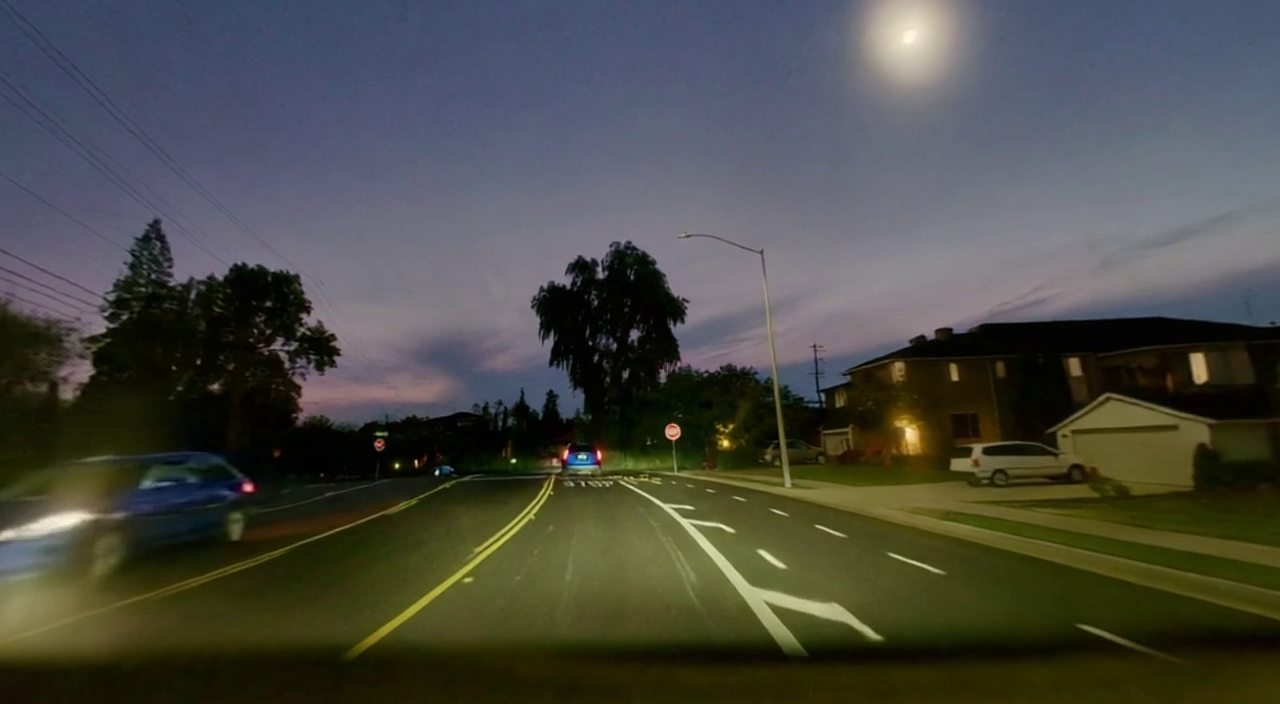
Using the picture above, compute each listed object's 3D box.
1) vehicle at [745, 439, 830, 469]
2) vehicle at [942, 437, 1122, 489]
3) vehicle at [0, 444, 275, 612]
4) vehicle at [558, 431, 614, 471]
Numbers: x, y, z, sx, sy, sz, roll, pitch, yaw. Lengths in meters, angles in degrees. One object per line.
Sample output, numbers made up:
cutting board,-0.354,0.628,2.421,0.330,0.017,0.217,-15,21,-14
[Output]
vehicle,8.939,6.158,38.273,4.582,1.707,1.934,2,-8,-12
vehicle,12.035,3.394,19.547,4.383,1.508,1.884,1,-8,-5
vehicle,-6.805,1.887,7.703,2.003,1.483,4.545,0,-8,-1
vehicle,-2.888,5.059,32.708,2.284,1.741,4.702,4,-7,-11
